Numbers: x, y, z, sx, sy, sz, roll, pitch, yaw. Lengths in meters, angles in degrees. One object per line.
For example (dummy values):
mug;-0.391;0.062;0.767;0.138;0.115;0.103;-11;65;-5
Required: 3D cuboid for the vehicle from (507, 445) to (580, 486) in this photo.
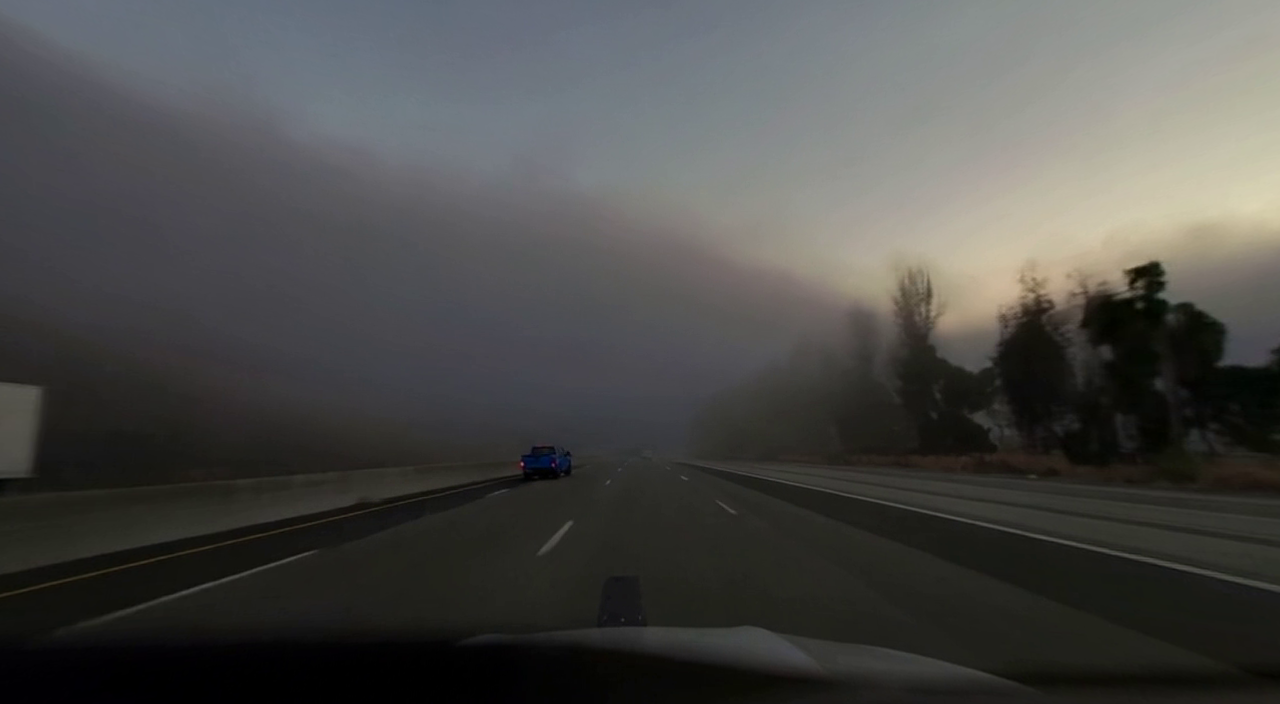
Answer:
vehicle;-3.911;4.724;26.576;2.128;1.521;5.409;0;-9;1
